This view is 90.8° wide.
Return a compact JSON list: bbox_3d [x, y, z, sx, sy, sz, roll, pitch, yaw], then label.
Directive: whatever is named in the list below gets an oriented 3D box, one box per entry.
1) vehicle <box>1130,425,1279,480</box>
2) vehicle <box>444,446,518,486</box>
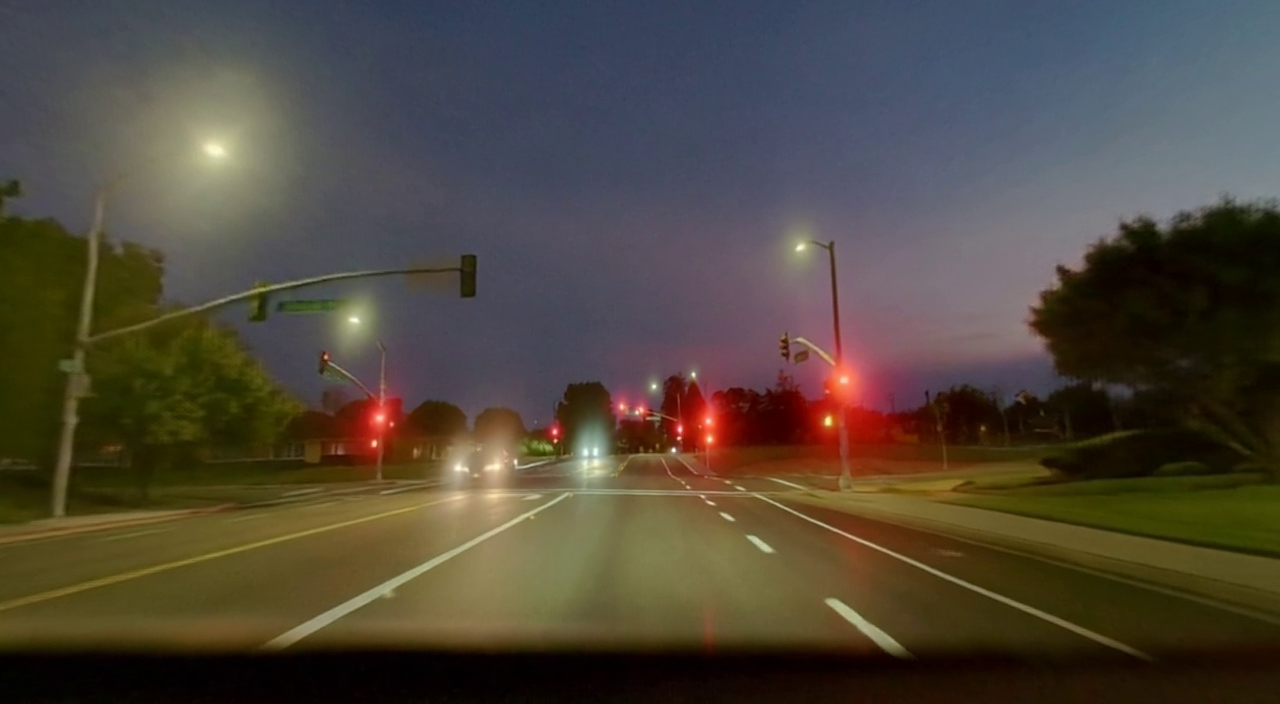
[{"bbox_3d":[18.704,3.176,20.190,1.938,1.511,4.994,0,-8,-2],"label":"vehicle"},{"bbox_3d":[-7.703,5.572,31.189,2.262,1.761,4.966,0,-8,1],"label":"vehicle"}]
